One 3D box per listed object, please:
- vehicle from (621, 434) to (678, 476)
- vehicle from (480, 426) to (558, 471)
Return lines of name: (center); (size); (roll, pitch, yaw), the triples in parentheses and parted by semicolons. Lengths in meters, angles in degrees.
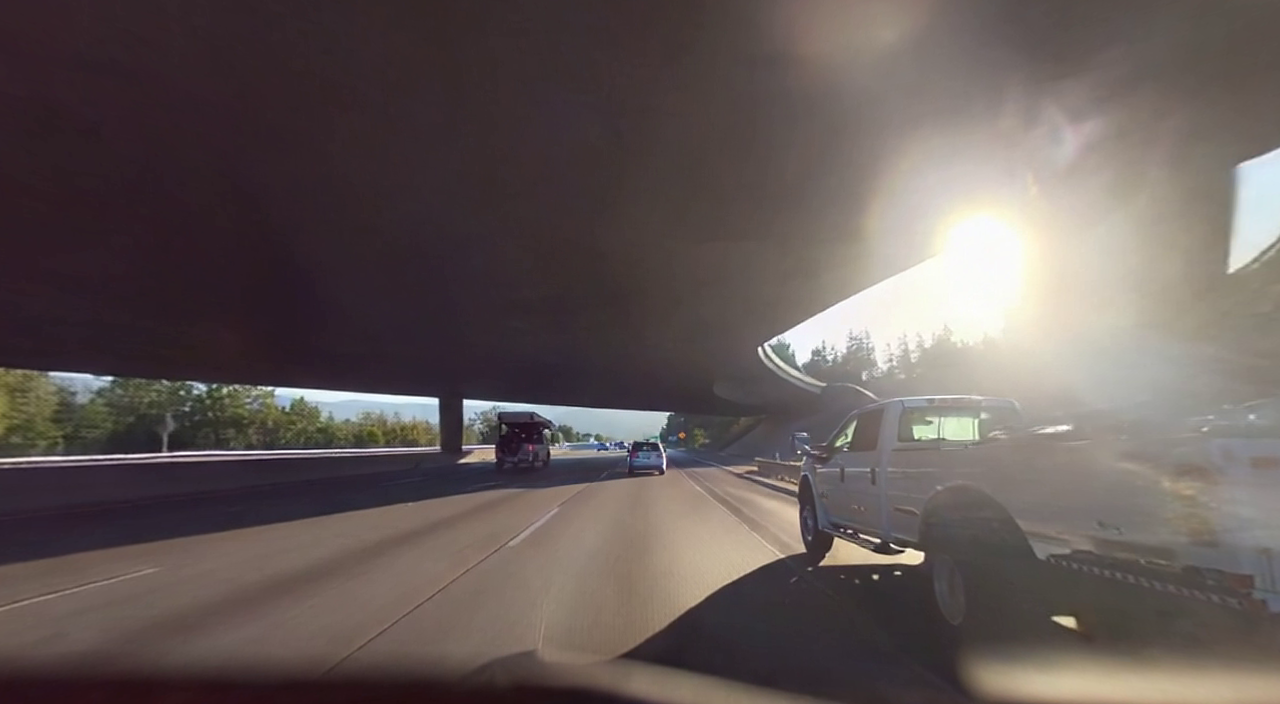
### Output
vehicle: (0.395, 4.560, 28.071); (2.336, 1.722, 4.212); (0, -8, 0)
vehicle: (-6.534, 5.371, 35.261); (2.827, 2.236, 7.057); (0, -8, 1)
